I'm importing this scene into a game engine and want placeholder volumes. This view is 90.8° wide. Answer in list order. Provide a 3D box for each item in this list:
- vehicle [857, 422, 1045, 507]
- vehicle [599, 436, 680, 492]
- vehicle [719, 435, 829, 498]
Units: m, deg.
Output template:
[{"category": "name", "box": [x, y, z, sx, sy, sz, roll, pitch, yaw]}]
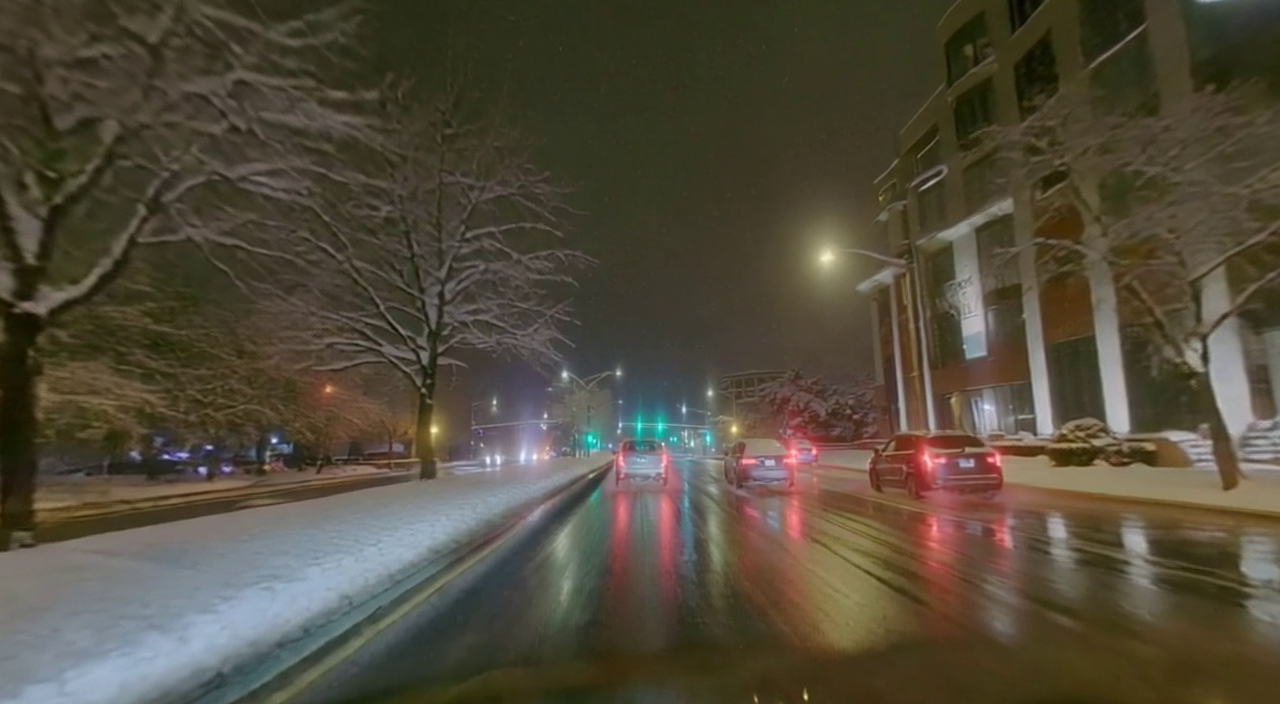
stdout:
[{"category": "vehicle", "box": [7.226, 2.671, 15.433, 2.052, 1.708, 4.842, 0, -8, -1]}, {"category": "vehicle", "box": [-0.037, 3.237, 18.585, 2.101, 1.444, 4.248, 0, -8, -1]}, {"category": "vehicle", "box": [3.461, 3.045, 17.194, 1.993, 1.477, 4.240, 0, -8, -1]}]
